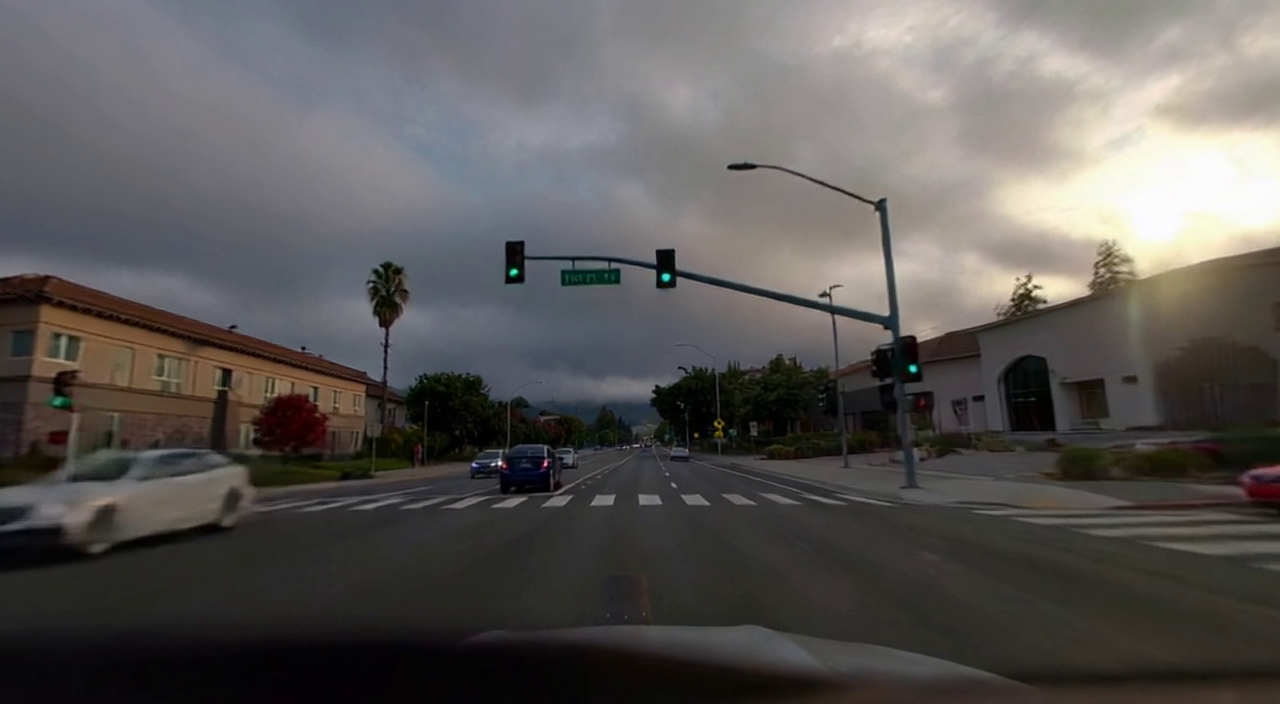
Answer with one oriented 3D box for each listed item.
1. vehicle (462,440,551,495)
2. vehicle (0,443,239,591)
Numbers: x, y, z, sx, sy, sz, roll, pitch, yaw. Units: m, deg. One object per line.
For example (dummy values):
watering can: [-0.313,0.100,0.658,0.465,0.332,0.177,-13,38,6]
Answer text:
vehicle: [-4.546,3.975,22.147,2.070,1.481,4.266,-5,-7,1]
vehicle: [-7.610,1.959,8.192,1.974,1.521,4.197,0,-8,1]
